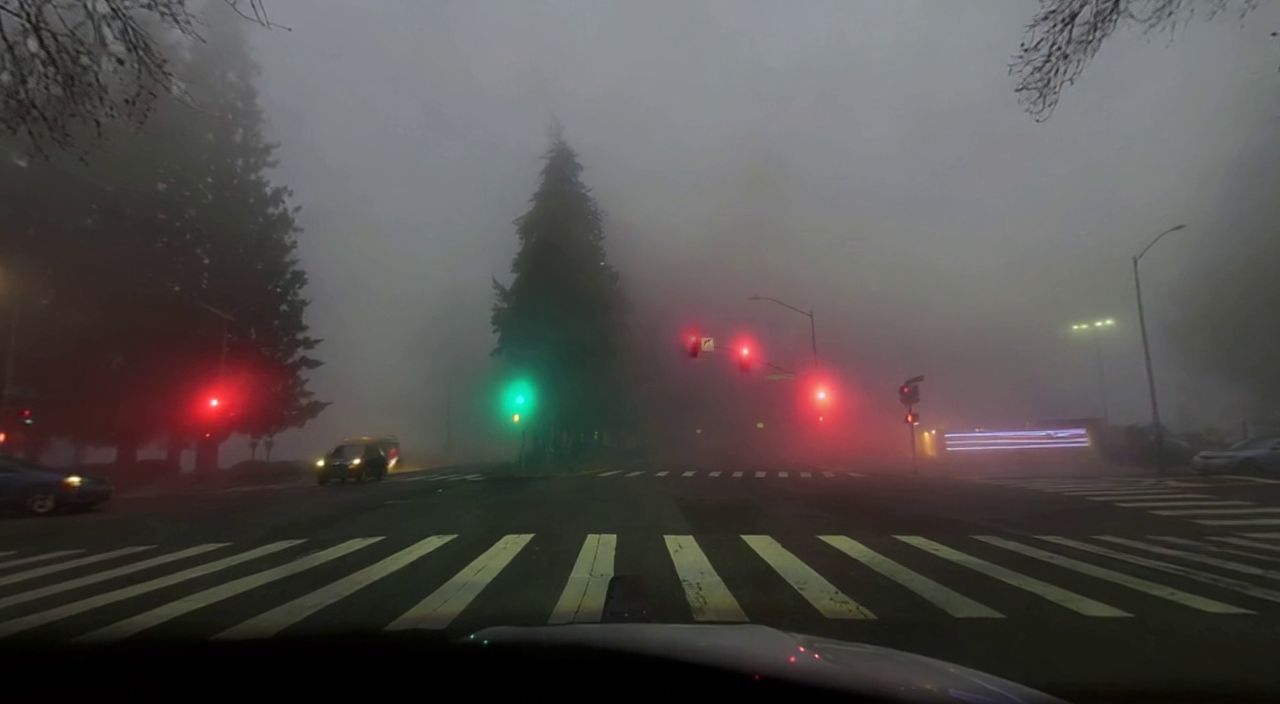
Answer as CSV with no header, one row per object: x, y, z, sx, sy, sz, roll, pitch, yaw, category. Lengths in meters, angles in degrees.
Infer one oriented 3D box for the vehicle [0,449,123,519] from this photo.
-16.686,3.373,16.259,4.569,1.658,2.153,2,-9,-12,vehicle

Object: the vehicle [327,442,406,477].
-14.845,5.814,34.532,2.169,1.753,4.640,0,-8,1,vehicle
